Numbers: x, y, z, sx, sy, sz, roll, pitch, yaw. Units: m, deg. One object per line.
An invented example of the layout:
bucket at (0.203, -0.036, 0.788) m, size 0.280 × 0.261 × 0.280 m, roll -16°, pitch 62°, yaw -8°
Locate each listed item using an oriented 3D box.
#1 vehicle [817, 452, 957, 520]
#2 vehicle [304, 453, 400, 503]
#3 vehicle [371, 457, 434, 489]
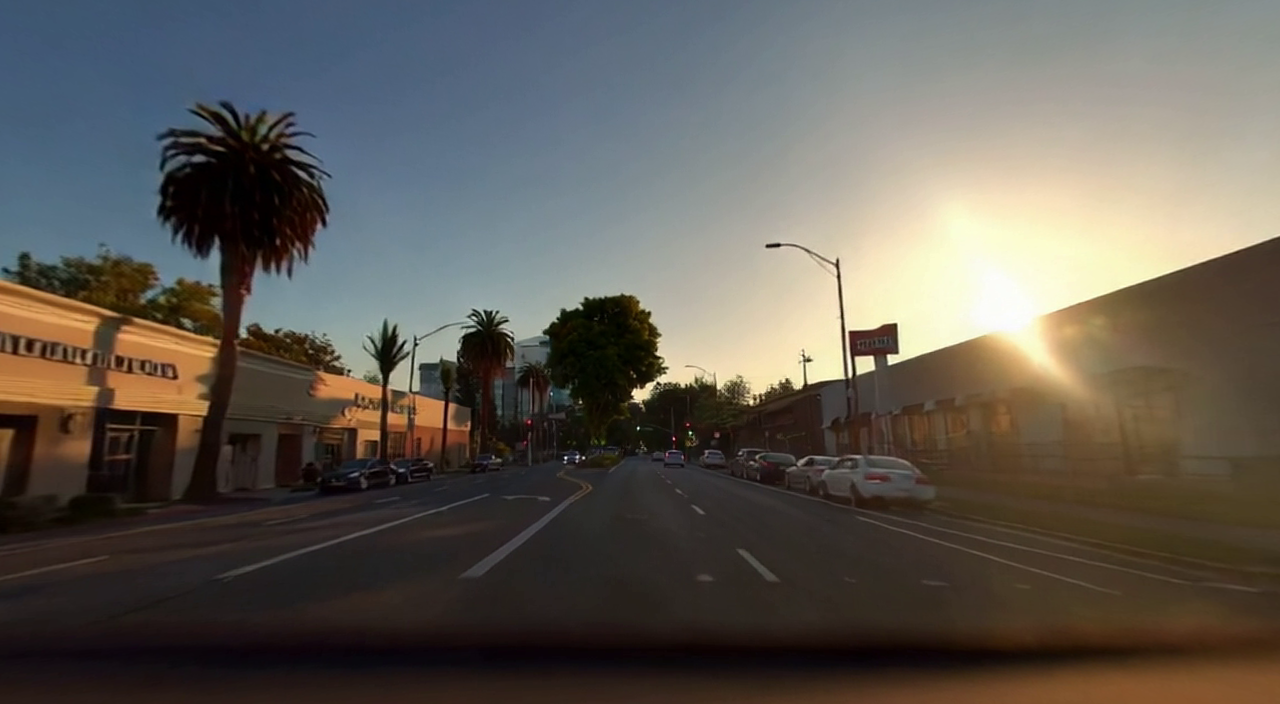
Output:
vehicle at (6.458, 3.515, 17.191) m, size 1.840 × 1.503 × 4.760 m, roll 0°, pitch -8°, yaw -1°
vehicle at (-12.890, 5.618, 28.692) m, size 1.975 × 1.570 × 5.265 m, roll -8°, pitch -7°, yaw -3°
vehicle at (-12.862, 6.572, 34.573) m, size 1.838 × 1.515 × 4.432 m, roll 0°, pitch -8°, yaw -2°
